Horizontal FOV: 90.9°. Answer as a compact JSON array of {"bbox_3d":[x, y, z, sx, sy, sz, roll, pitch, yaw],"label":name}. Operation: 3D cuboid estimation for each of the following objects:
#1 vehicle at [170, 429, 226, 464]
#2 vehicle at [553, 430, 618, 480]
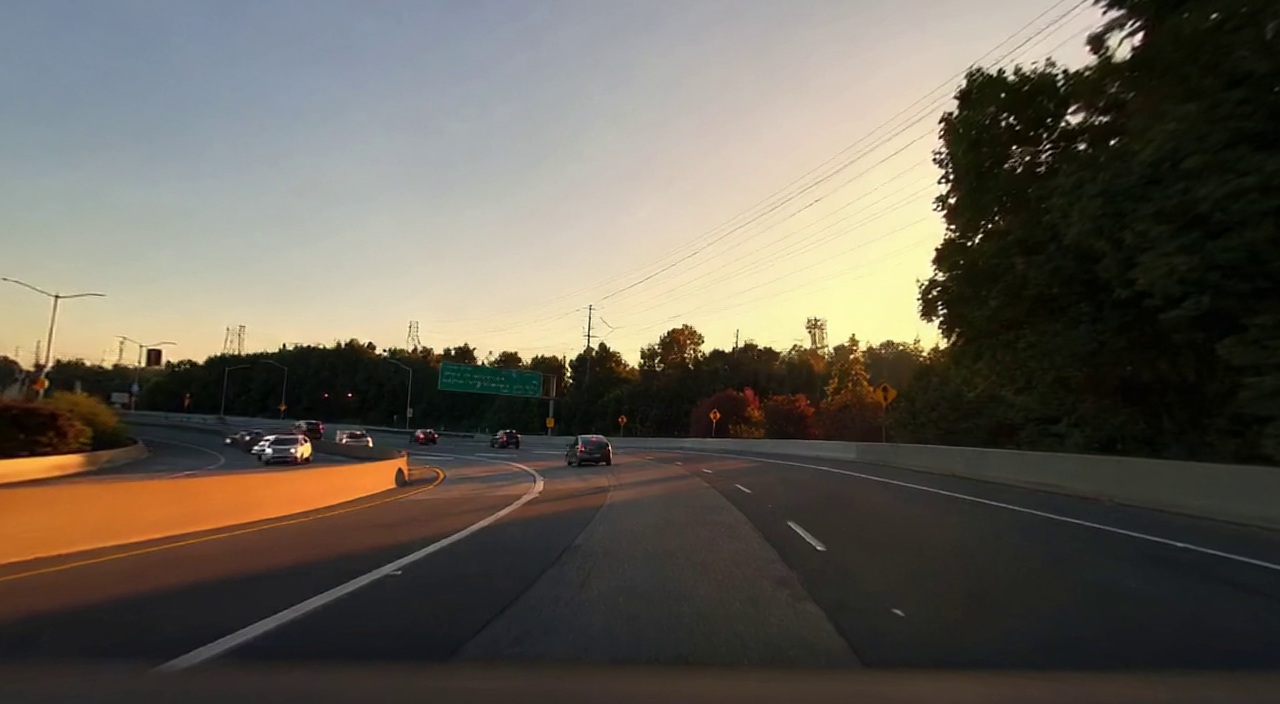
[{"bbox_3d":[-26.139,5.573,37.235,2.239,1.922,5.001,7,-11,-38],"label":"vehicle"},{"bbox_3d":[-2.213,3.933,24.359,2.140,1.724,4.304,1,-9,-10],"label":"vehicle"}]
